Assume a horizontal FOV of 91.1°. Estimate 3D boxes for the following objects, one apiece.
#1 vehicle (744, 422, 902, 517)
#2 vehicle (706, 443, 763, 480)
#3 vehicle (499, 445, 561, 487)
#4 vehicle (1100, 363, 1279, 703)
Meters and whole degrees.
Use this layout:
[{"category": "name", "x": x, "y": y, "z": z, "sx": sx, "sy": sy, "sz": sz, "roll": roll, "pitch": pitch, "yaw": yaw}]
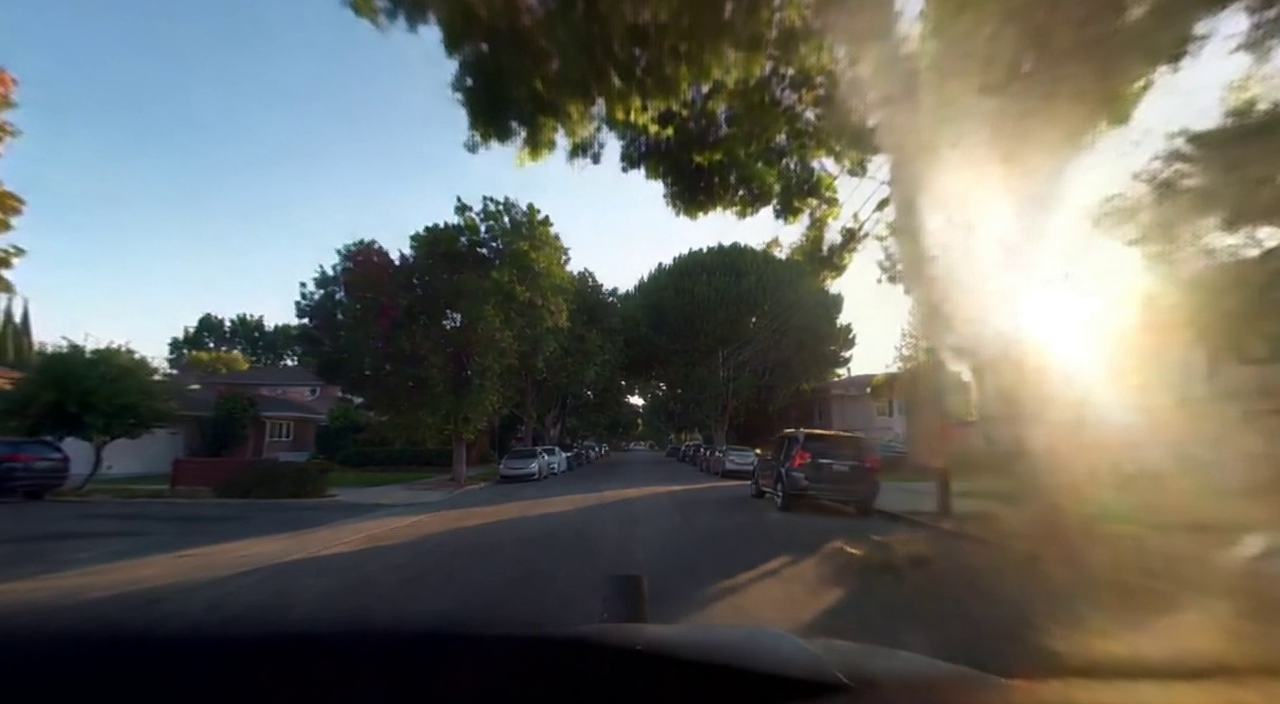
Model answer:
[{"category": "vehicle", "x": 4.121, "y": 2.748, "z": 15.284, "sx": 2.215, "sy": 1.897, "sz": 5.131, "roll": 0, "pitch": -9, "yaw": -1}, {"category": "vehicle", "x": 4.125, "y": 4.854, "z": 28.152, "sx": 1.862, "sy": 1.525, "sz": 4.421, "roll": 0, "pitch": -8, "yaw": 0}, {"category": "vehicle", "x": -4.449, "y": 4.633, "z": 25.937, "sx": 1.870, "sy": 1.562, "sz": 4.212, "roll": 0, "pitch": -8, "yaw": -1}, {"category": "vehicle", "x": 3.885, "y": 0.787, "z": 1.490, "sx": 2.077, "sy": 1.788, "sz": 4.480, "roll": 2, "pitch": -9, "yaw": -2}]
